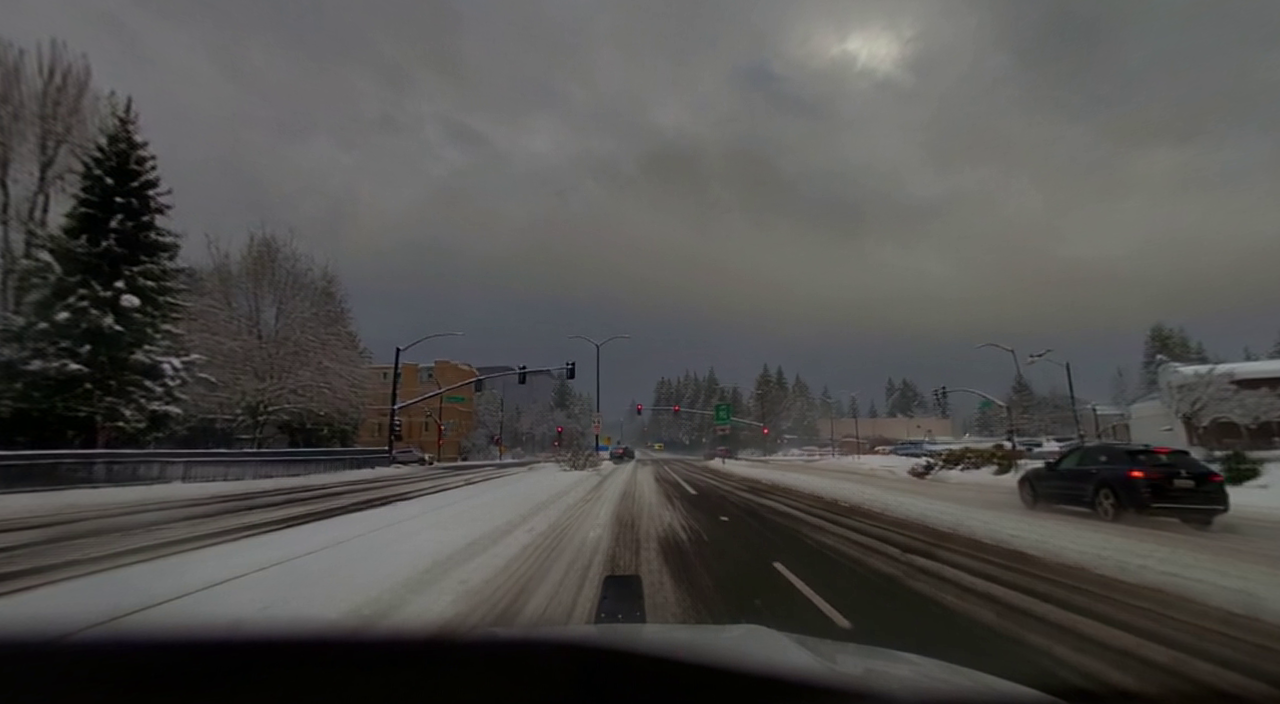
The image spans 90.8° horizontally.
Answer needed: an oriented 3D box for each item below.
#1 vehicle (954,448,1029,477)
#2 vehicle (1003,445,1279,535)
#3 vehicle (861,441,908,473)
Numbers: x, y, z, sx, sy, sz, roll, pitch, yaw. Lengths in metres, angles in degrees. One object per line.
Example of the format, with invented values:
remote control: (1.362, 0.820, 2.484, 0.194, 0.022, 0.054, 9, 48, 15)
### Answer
vehicle: (20.586, 6.453, 37.225, 1.896, 1.524, 4.562, 0, -8, 1)
vehicle: (9.714, 2.651, 12.880, 1.933, 1.500, 4.458, 0, -8, -1)
vehicle: (15.131, 6.510, 39.338, 1.951, 1.843, 4.335, -2, -9, 12)
